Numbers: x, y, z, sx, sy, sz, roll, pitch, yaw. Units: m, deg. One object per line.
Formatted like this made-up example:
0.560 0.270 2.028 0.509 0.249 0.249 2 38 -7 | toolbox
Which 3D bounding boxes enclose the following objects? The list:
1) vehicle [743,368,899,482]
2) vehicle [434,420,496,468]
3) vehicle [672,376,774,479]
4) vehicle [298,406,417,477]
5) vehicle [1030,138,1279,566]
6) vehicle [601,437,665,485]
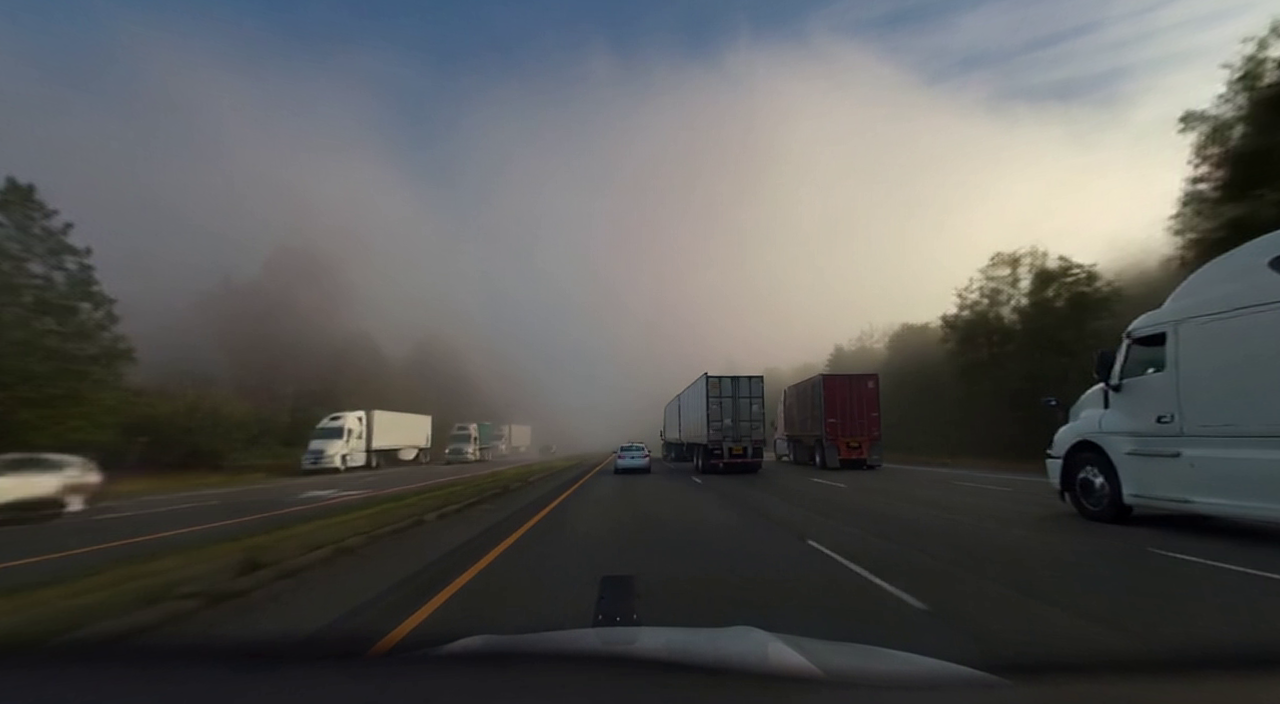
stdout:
7.697 3.543 29.965 2.876 4.111 14.145 0 -7 -2 | vehicle
-13.310 7.002 48.545 2.641 3.353 7.768 0 -8 -1 | vehicle
3.661 3.938 32.298 2.888 4.099 14.183 0 -8 -2 | vehicle
-17.061 5.520 39.114 3.053 3.812 9.596 0 -8 -1 | vehicle
7.975 0.046 6.771 2.979 4.312 6.722 0 -8 -1 | vehicle
-0.274 3.735 22.010 2.038 1.477 3.773 0 -8 -1 | vehicle
